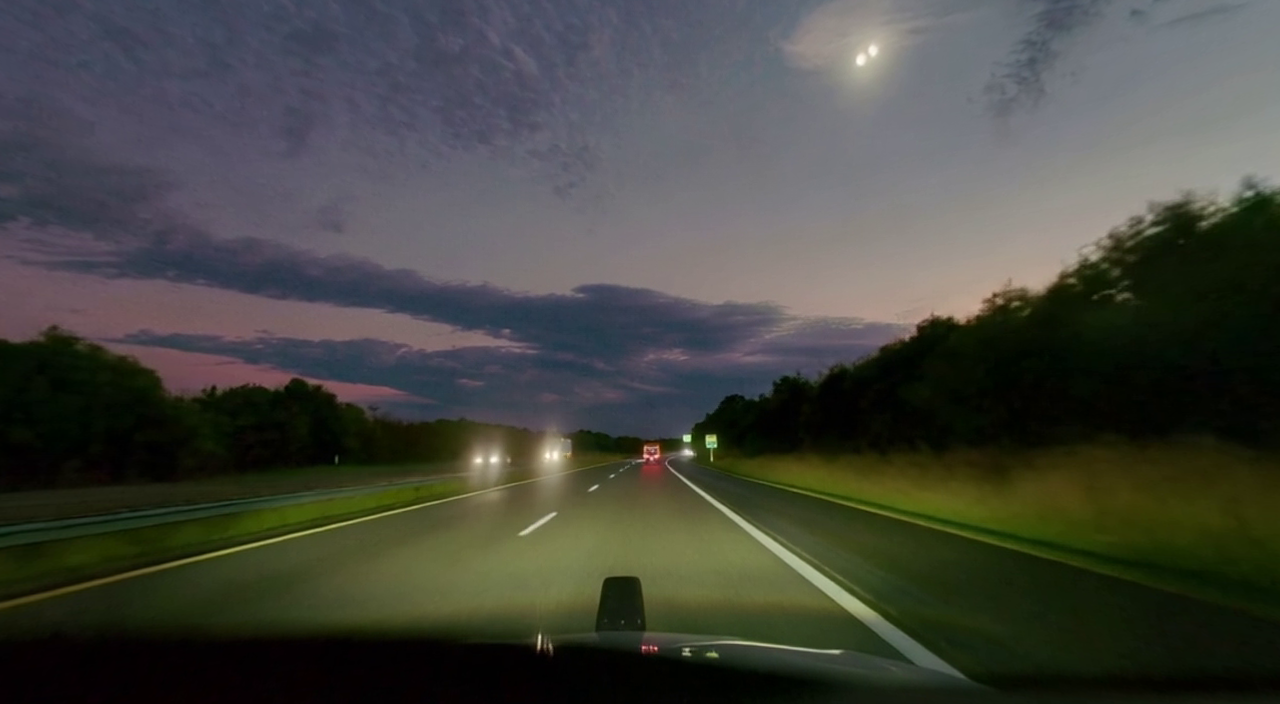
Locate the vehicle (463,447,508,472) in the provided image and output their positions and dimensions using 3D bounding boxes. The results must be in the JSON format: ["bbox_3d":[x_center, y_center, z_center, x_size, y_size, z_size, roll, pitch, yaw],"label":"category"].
[{"bbox_3d":[-11.982,8.369,49.275,2.059,1.763,5.143,-1,-9,2],"label":"vehicle"}]
